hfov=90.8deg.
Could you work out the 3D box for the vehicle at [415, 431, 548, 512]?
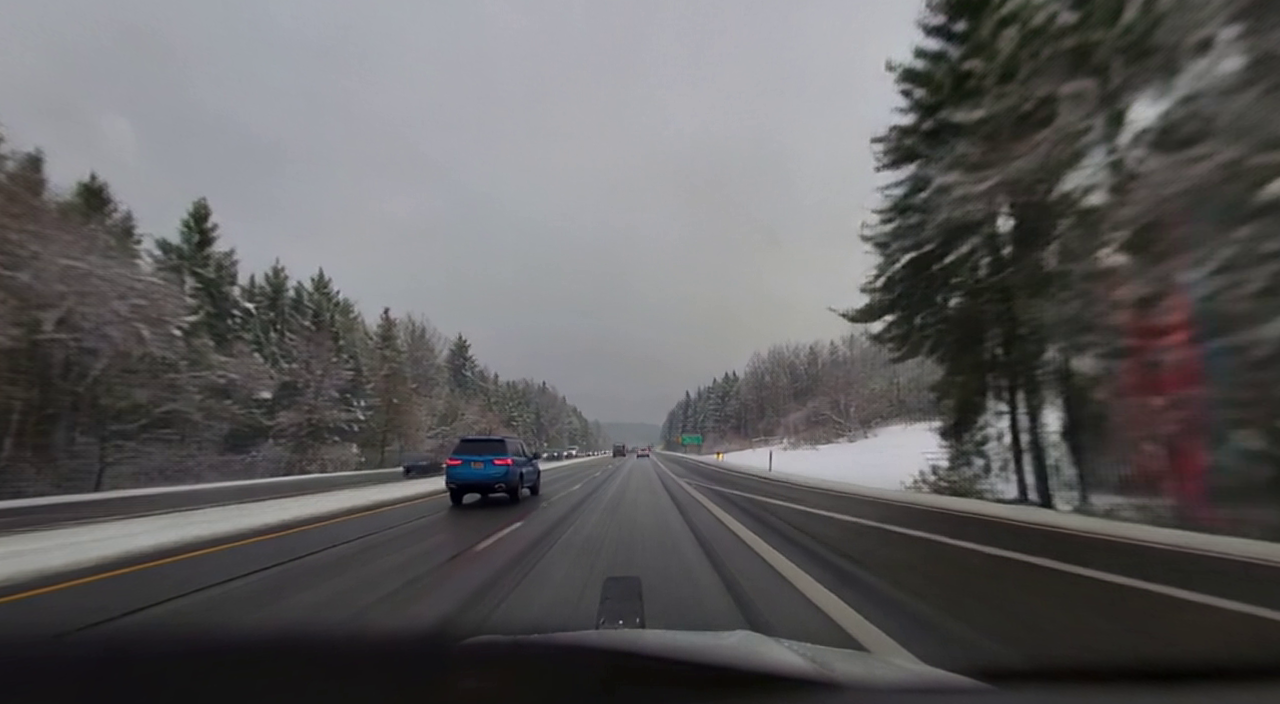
[{"bbox_3d":[-3.728,2.914,15.883,2.110,1.727,4.607,0,-9,0],"label":"vehicle"}]
